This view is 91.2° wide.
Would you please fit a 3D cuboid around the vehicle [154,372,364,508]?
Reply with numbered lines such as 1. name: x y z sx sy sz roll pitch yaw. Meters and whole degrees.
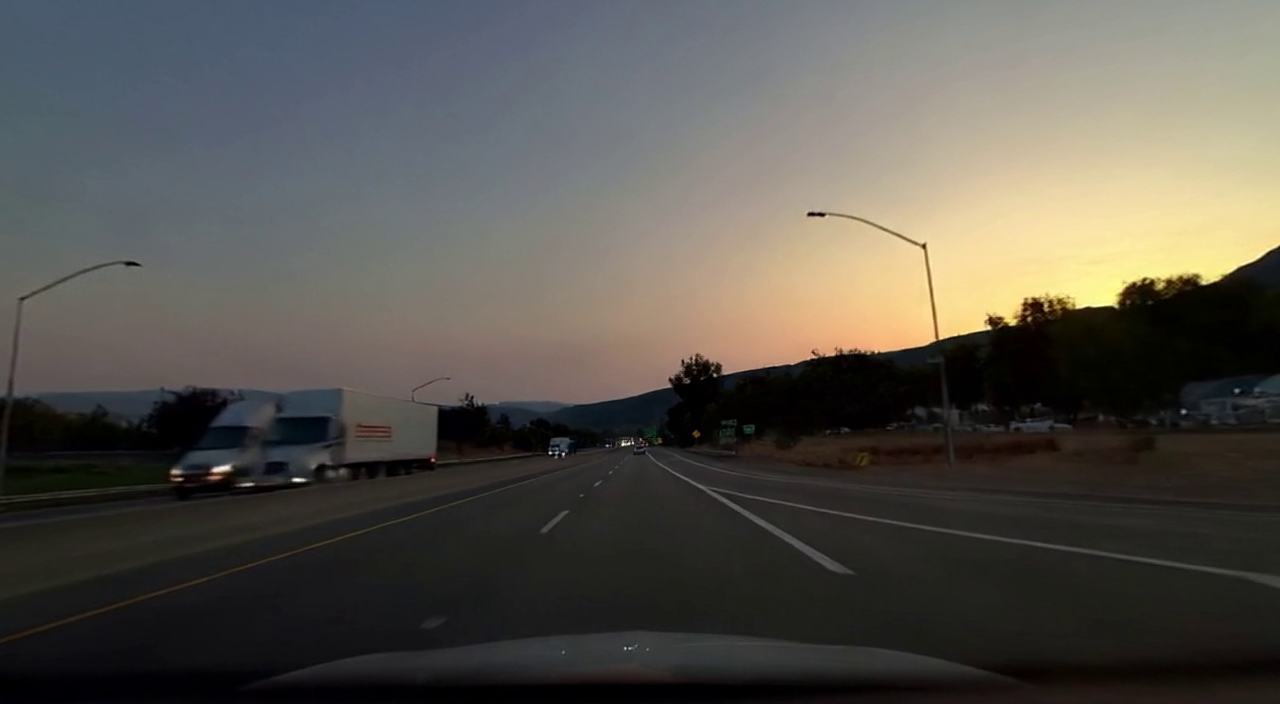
1. vehicle: -11.917 2.894 20.484 2.993 3.759 5.901 0 -9 0
